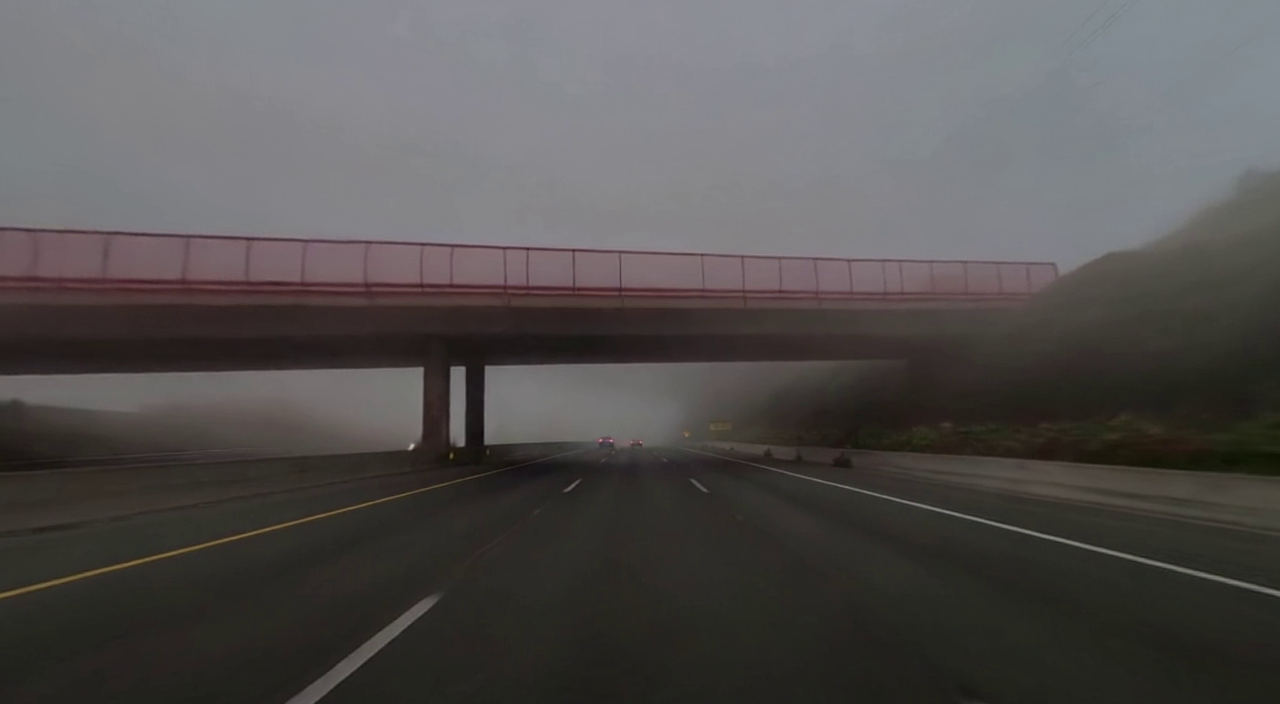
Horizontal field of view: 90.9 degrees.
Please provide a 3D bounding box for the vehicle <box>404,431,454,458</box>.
[{"bbox_3d":[-15.964,7.005,47.996,2.067,1.946,4.734,0,-8,0],"label":"vehicle"}]
